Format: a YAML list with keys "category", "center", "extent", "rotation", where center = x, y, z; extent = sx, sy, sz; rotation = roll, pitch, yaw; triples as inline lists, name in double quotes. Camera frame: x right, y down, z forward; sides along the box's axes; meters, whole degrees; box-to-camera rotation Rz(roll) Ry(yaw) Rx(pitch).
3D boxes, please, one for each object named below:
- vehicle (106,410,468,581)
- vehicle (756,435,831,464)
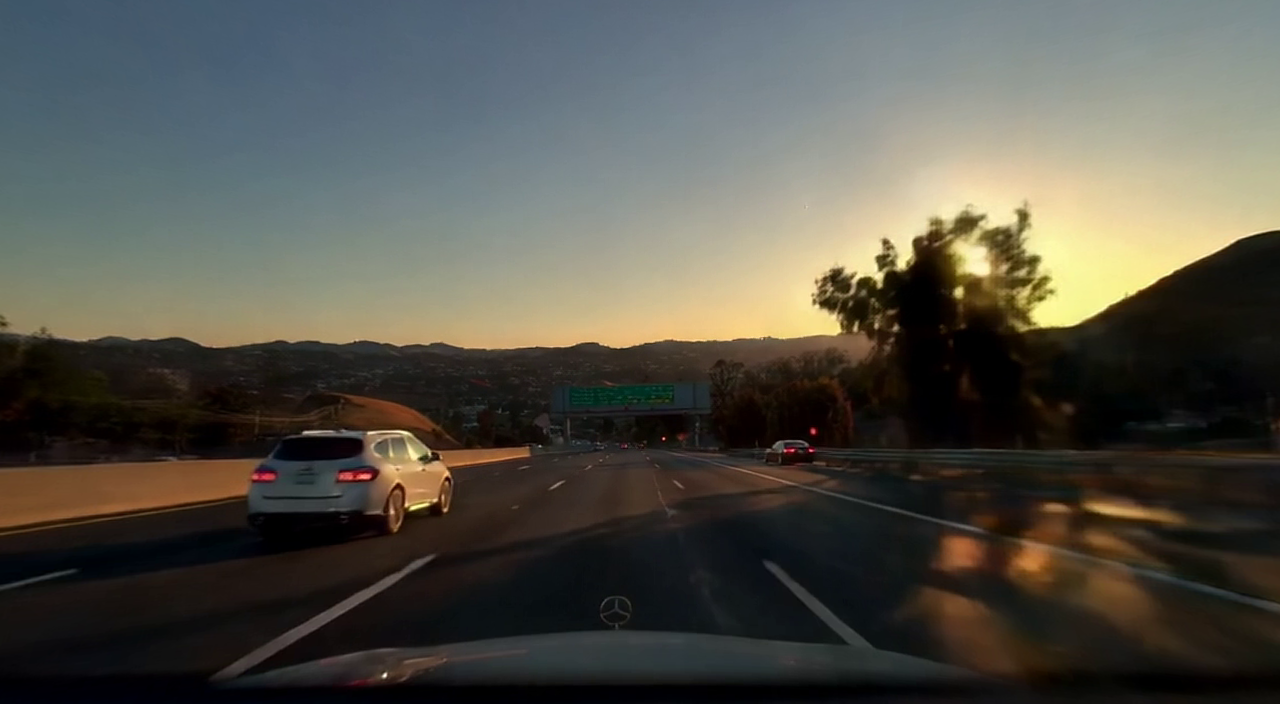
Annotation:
- category: "vehicle"
  center: [-4.218, 1.781, 8.865]
  extent: [2.200, 1.662, 5.091]
  rotation: [0, -8, -1]
- category: "vehicle"
  center: [9.449, 6.060, 39.279]
  extent: [2.136, 1.641, 4.964]
  rotation: [2, -8, -19]
